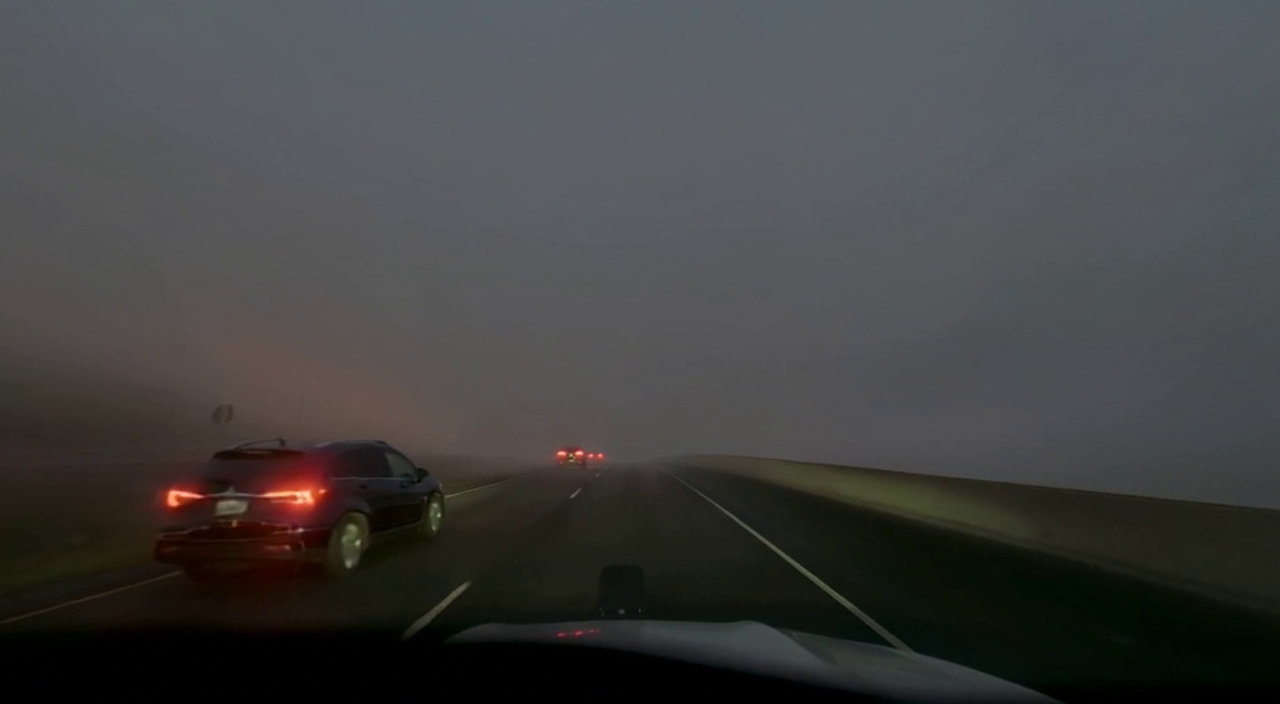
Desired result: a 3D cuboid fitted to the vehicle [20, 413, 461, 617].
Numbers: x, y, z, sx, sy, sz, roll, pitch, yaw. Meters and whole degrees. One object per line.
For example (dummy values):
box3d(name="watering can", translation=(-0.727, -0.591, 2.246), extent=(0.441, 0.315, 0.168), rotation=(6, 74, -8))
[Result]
box3d(name="vehicle", translation=(-3.775, 1.610, 7.144), extent=(2.195, 1.573, 4.176), rotation=(0, -9, 1))

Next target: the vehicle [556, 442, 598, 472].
box3d(name="vehicle", translation=(-3.794, 6.402, 38.707), extent=(2.133, 1.683, 4.340), rotation=(1, -9, 0))
